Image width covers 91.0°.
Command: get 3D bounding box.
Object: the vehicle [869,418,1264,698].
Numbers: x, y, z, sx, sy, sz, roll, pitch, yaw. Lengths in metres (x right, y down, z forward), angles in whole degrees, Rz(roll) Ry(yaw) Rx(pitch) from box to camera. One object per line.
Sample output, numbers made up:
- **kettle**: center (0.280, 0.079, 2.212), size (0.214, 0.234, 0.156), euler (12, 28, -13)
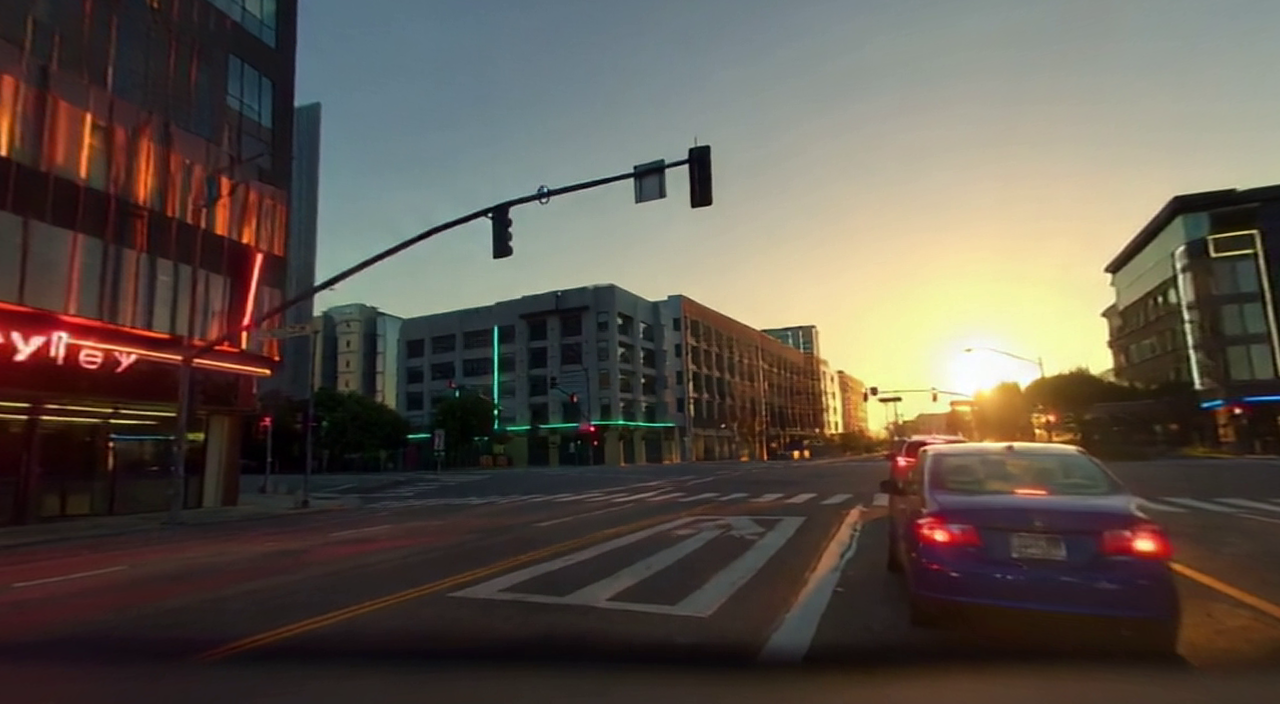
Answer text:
- **vehicle**: center (3.183, 1.445, 5.801), size (1.872, 1.459, 4.483), euler (-3, -9, 20)
